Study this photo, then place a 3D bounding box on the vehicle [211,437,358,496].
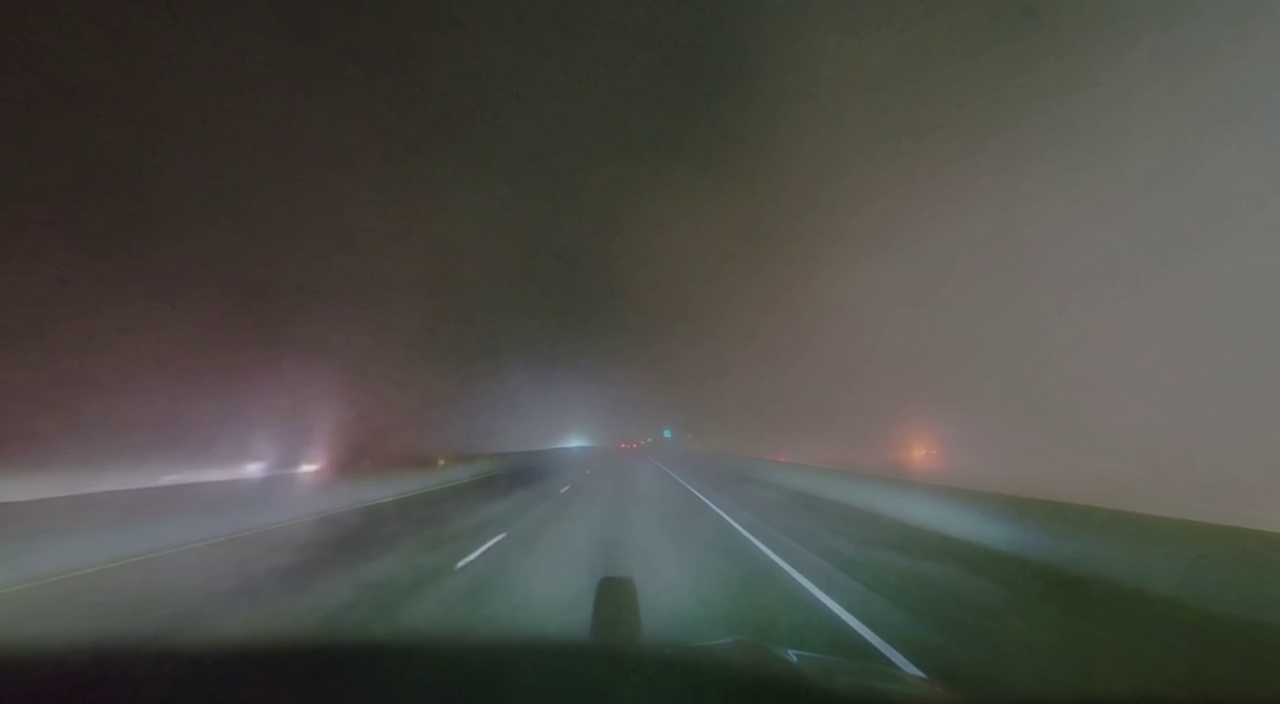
[{"bbox_3d":[-10.297,3.296,18.631,1.889,1.554,4.163,0,-8,0],"label":"vehicle"}]
